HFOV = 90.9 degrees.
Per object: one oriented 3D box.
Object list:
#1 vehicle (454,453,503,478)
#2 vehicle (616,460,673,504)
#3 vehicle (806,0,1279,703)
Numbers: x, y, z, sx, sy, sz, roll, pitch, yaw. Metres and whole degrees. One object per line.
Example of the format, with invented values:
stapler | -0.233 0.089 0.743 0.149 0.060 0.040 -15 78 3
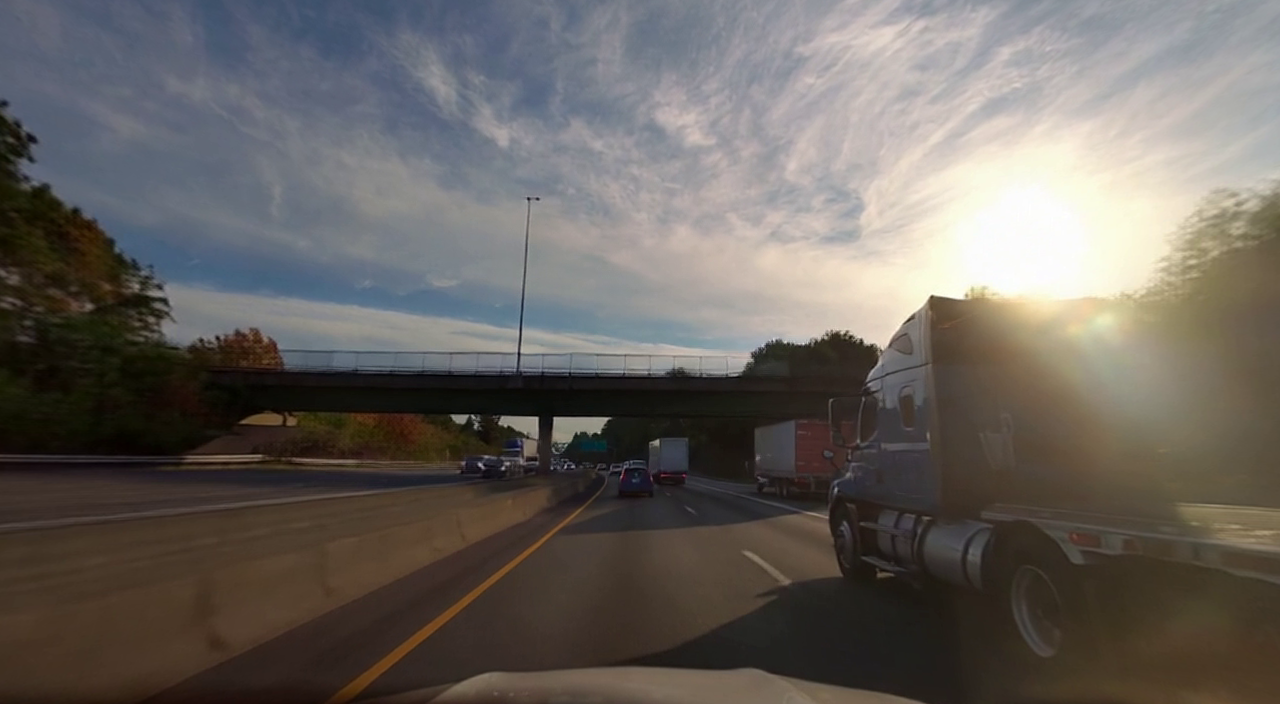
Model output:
vehicle | -10.305 7.292 40.439 2.057 1.495 4.294 1 -11 -1
vehicle | 0.154 5.112 24.926 2.067 1.552 3.601 1 -10 0
vehicle | 3.740 -0.373 1.250 2.831 4.150 14.519 1 -10 0
